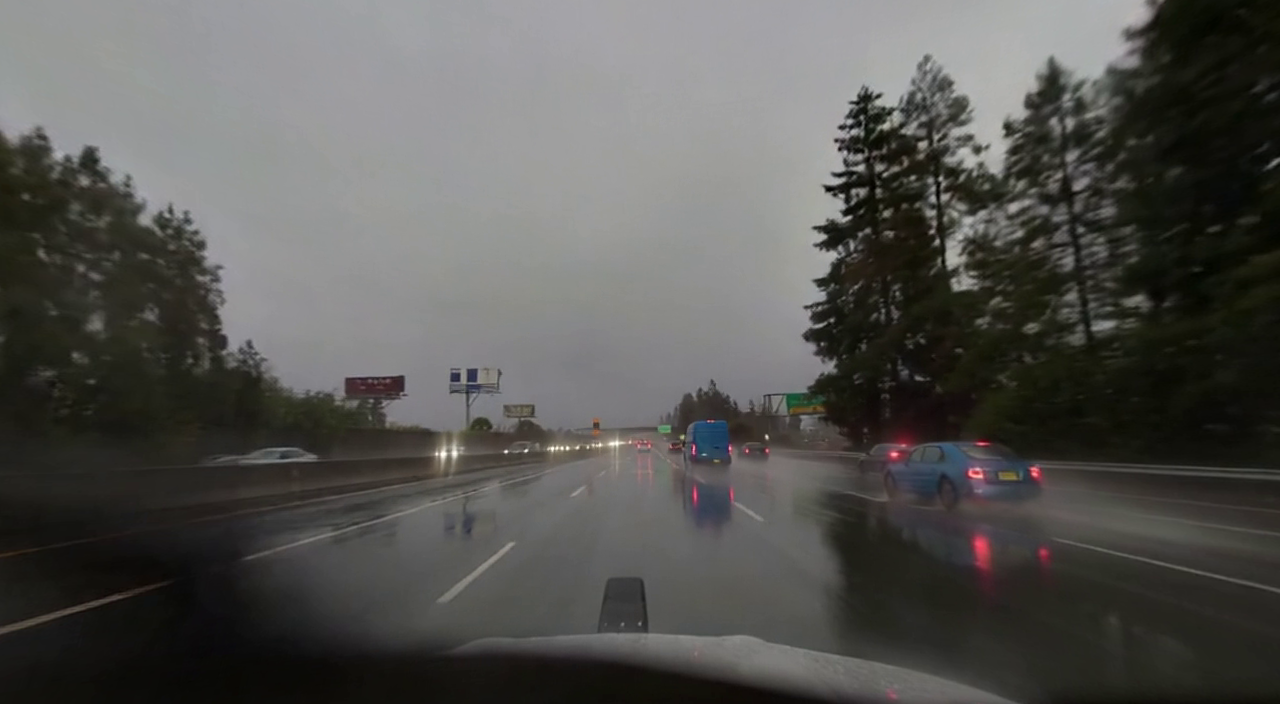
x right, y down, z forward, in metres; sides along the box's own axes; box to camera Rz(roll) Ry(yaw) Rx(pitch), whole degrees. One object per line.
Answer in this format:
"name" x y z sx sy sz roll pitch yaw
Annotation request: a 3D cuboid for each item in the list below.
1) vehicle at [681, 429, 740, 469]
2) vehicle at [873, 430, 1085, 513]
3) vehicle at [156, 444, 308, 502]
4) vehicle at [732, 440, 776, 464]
"vehicle" 3.899 5.495 35.825 2.546 2.087 5.404 0 -8 -2
"vehicle" 7.215 2.582 14.138 2.003 1.517 4.936 0 -8 0
"vehicle" -13.975 4.112 21.932 2.213 1.636 4.641 -4 -8 0
"vehicle" 7.445 6.587 41.451 2.099 1.510 3.784 0 -8 -1
